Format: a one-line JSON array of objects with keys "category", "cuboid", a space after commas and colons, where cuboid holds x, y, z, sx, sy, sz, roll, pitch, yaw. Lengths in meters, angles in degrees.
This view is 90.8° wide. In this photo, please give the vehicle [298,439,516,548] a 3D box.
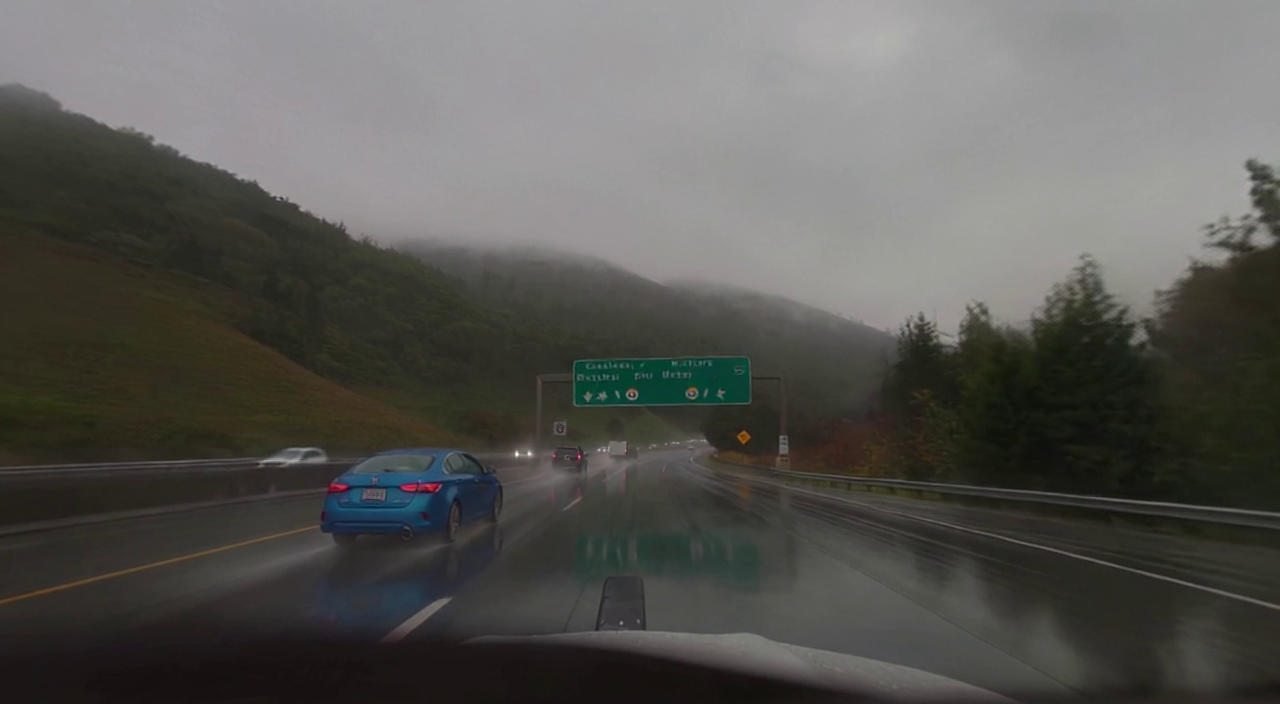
[{"category": "vehicle", "cuboid": [-3.580, 2.263, 10.791, 1.988, 1.440, 4.504, 0, -9, 0]}]

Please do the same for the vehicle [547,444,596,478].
[{"category": "vehicle", "cuboid": [-3.588, 5.830, 33.874, 2.073, 1.694, 4.162, 0, -9, 1]}]

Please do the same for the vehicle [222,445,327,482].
[{"category": "vehicle", "cuboid": [-15.926, 4.869, 27.804, 1.930, 1.482, 4.513, 0, -9, 0]}]
